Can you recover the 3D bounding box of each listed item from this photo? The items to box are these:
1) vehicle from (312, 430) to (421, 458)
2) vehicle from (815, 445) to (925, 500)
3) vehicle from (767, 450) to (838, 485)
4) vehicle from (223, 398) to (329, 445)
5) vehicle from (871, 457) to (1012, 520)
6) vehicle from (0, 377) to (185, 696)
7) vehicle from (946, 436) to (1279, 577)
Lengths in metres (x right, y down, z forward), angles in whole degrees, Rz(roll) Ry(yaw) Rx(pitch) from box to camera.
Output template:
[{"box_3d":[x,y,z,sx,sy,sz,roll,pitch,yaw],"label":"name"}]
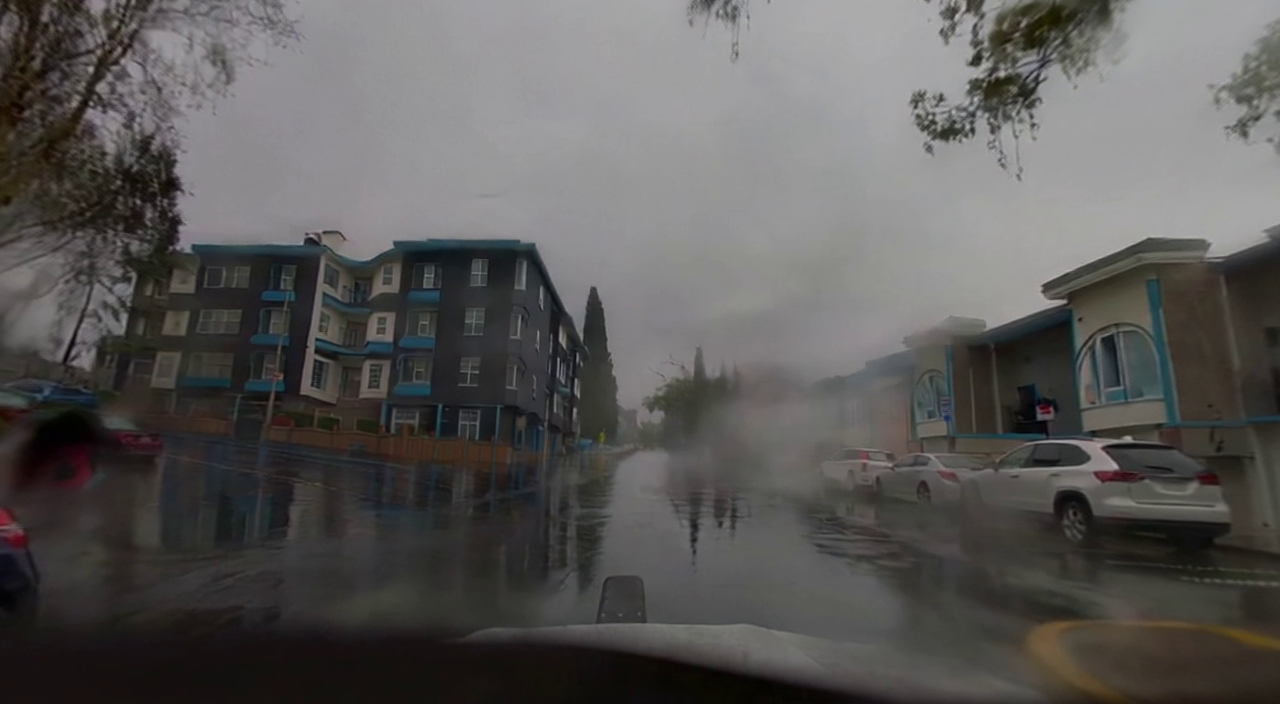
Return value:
[{"box_3d":[-13.578,4.627,31.646,4.603,1.335,1.889,1,-9,-8],"label":"vehicle"},{"box_3d":[7.936,4.171,22.367,1.917,1.704,4.840,0,-9,-2],"label":"vehicle"},{"box_3d":[7.863,5.621,31.123,2.122,1.554,4.777,0,-9,-1],"label":"vehicle"},{"box_3d":[-18.701,3.586,32.463,4.598,1.645,2.019,7,-6,20],"label":"vehicle"},{"box_3d":[7.825,3.551,16.927,1.900,1.368,4.176,-1,-9,3],"label":"vehicle"},{"box_3d":[-4.471,0.834,2.264,2.285,1.712,5.200,1,-9,-7],"label":"vehicle"},{"box_3d":[7.509,2.382,10.755,2.181,1.792,5.066,0,-9,2],"label":"vehicle"}]
